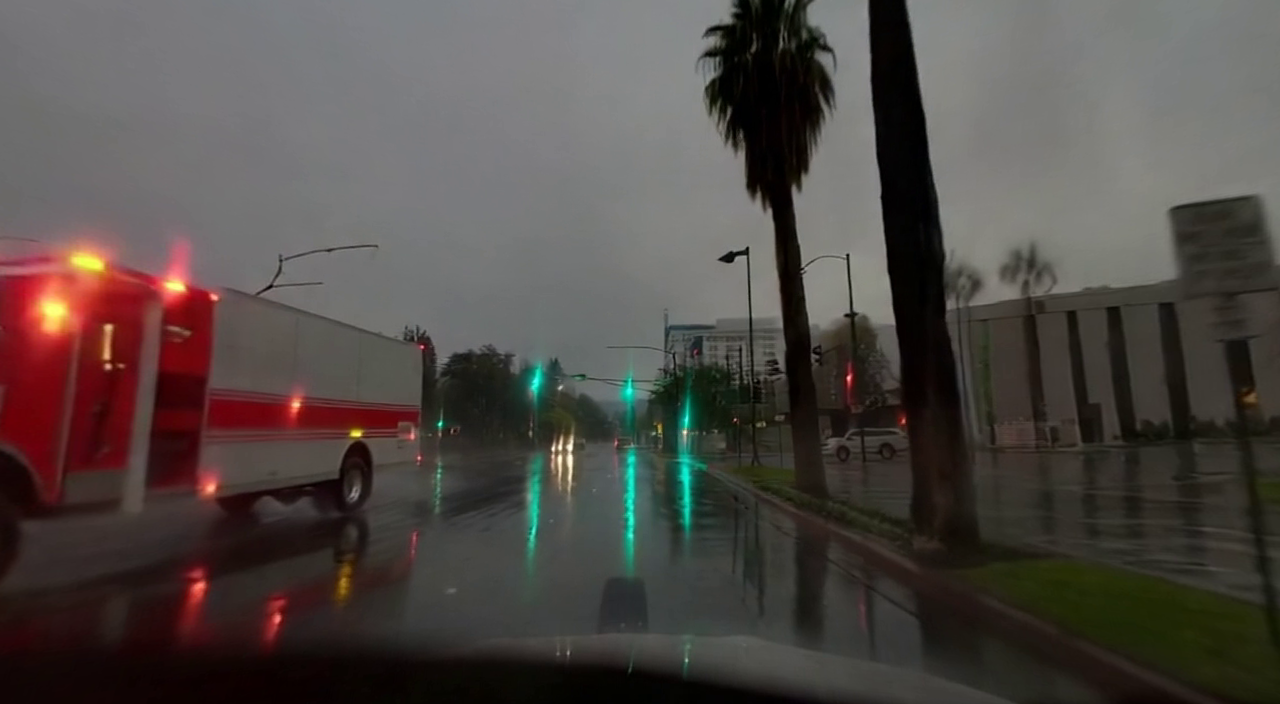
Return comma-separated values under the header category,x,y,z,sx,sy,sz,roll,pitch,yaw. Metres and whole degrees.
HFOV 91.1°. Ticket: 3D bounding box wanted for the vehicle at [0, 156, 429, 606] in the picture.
category,x,y,z,sx,sy,sz,roll,pitch,yaw
vehicle,-6.880,0.948,9.892,3.008,3.730,11.786,0,-9,0
